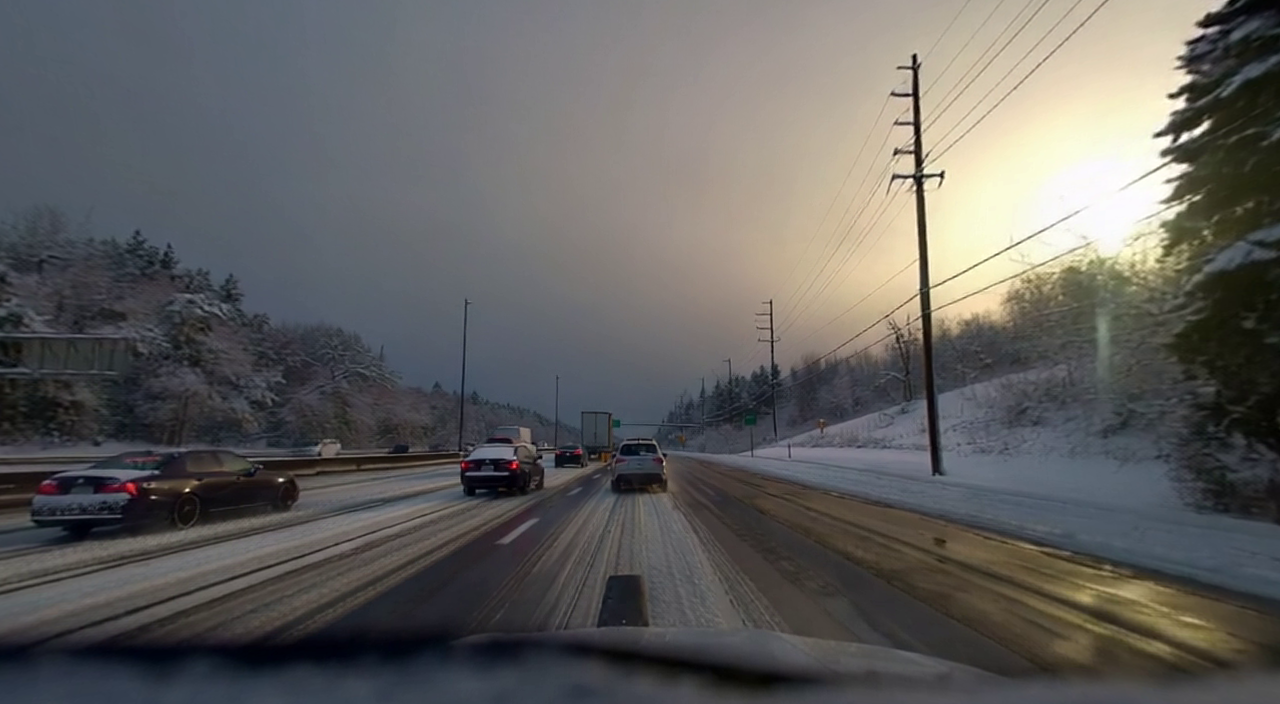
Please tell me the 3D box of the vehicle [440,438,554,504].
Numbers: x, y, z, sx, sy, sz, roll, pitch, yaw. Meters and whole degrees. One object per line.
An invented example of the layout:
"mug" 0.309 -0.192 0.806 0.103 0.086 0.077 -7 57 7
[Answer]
"vehicle" -3.502 2.985 16.281 1.912 1.464 4.115 0 -9 1

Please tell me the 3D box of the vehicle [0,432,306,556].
"vehicle" -7.372 2.016 9.738 1.867 1.445 4.499 0 -9 1

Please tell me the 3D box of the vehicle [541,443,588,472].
"vehicle" -3.932 5.568 33.494 2.013 1.437 3.801 0 -9 0

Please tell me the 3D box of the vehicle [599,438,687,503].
"vehicle" 0.033 3.059 16.757 2.018 1.470 4.491 0 -9 -1

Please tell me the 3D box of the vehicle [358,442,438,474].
"vehicle" -12.100 5.321 31.912 2.089 1.500 4.780 0 -9 1
